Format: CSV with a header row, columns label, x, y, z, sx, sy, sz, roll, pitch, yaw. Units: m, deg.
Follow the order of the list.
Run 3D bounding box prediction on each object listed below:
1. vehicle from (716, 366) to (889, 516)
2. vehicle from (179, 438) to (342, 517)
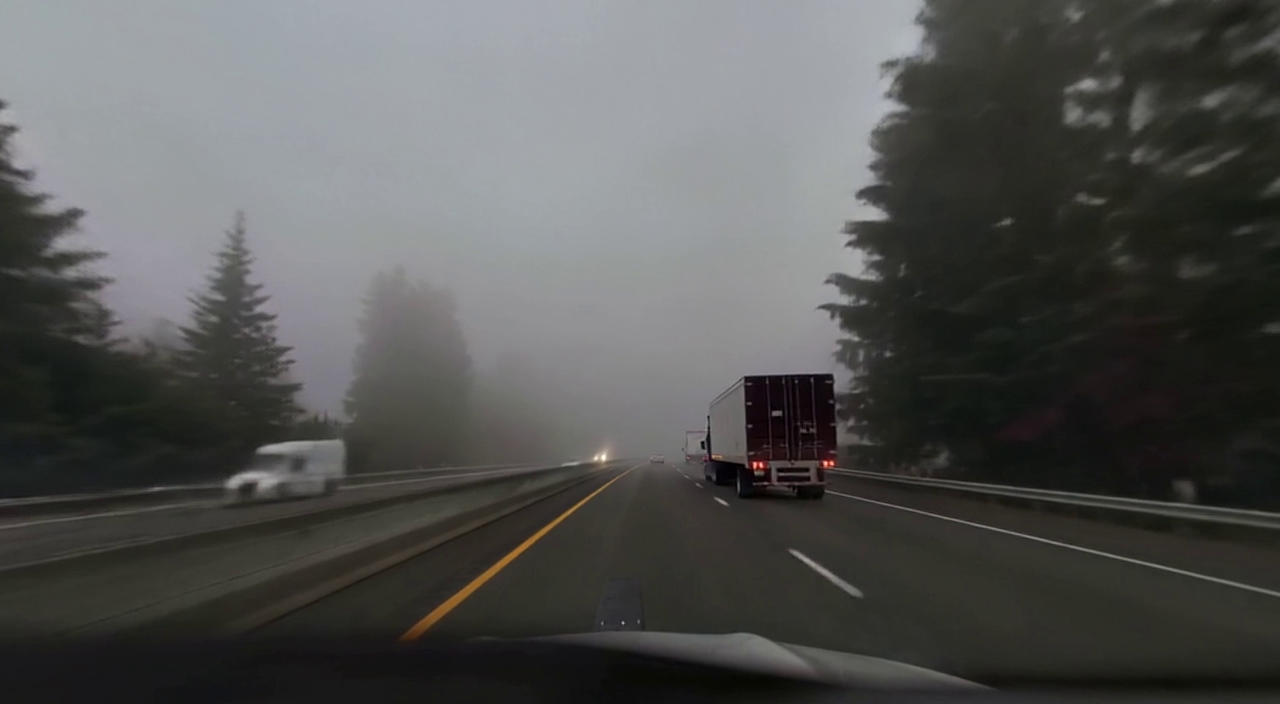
label,x,y,z,sx,sy,sz,roll,pitch,yaw
vehicle,4.552,3.009,20.907,2.866,3.558,11.674,0,-9,1
vehicle,-12.823,4.229,21.863,2.199,2.357,5.256,0,-9,2
